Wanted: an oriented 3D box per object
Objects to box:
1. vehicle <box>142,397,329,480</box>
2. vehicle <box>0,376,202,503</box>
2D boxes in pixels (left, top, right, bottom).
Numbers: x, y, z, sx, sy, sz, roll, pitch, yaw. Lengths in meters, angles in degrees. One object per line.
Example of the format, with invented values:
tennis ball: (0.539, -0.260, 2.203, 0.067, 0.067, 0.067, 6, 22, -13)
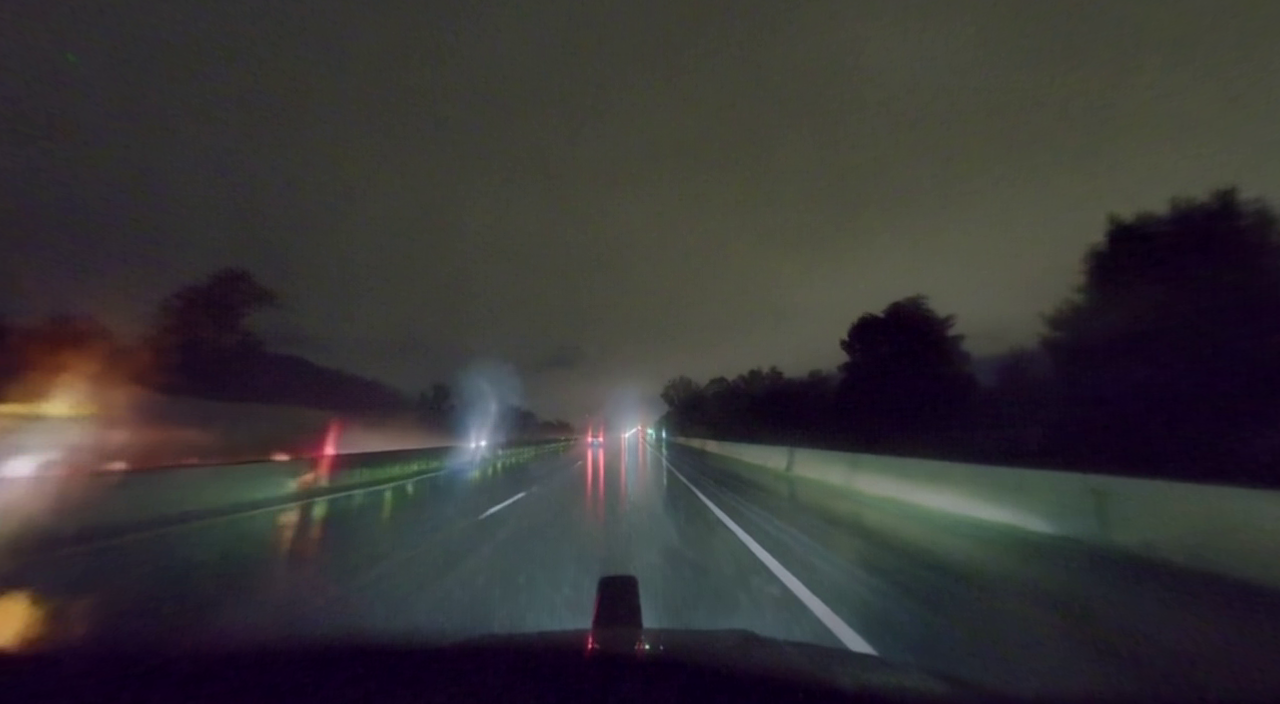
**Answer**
vehicle: (-17.781, 3.898, 28.650, 2.820, 3.184, 8.570, 0, -8, 0)
vehicle: (-17.622, 2.675, 19.500, 2.875, 3.201, 7.109, 0, -8, -1)
